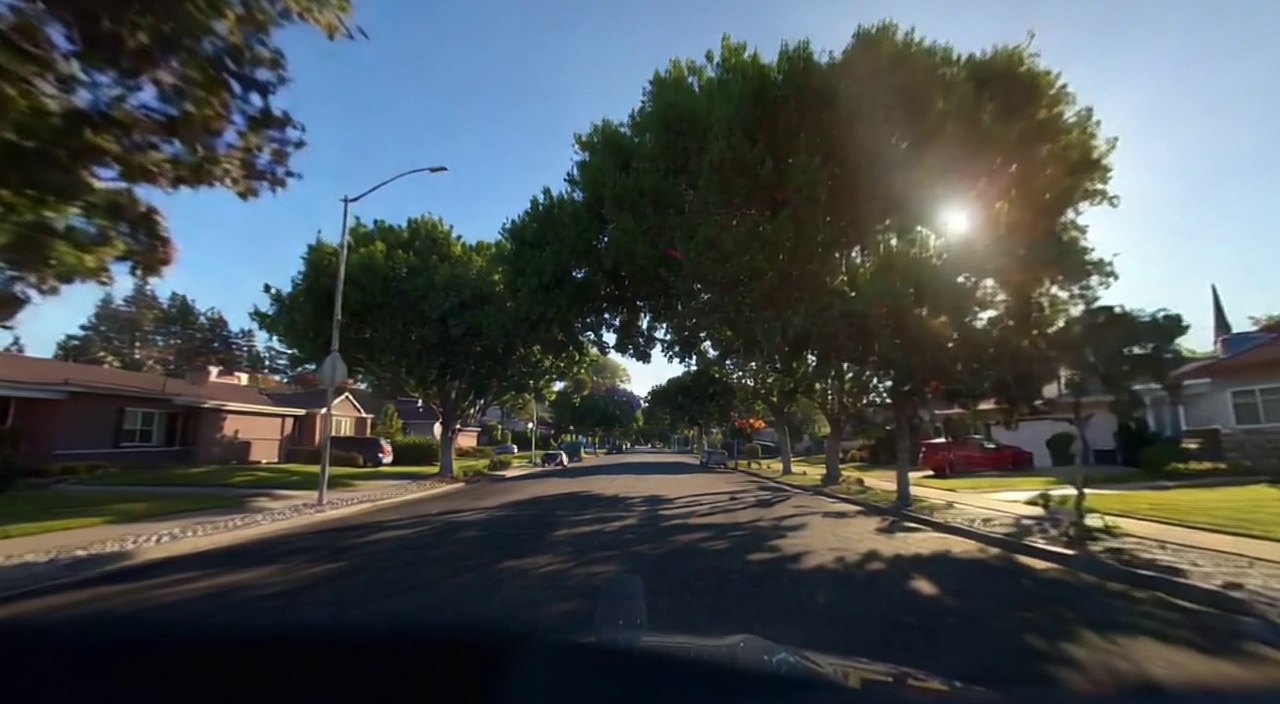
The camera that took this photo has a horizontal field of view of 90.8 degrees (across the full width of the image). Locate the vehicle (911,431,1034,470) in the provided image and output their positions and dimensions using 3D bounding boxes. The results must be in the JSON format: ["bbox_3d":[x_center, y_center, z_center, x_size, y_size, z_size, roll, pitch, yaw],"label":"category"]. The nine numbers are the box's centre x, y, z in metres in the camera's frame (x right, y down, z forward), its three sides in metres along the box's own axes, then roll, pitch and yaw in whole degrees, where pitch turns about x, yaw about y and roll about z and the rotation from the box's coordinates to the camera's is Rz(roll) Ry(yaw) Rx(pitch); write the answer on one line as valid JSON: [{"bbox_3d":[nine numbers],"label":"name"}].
[{"bbox_3d":[14.372,4.224,27.430,4.391,1.555,1.953,1,-7,-11],"label":"vehicle"}]

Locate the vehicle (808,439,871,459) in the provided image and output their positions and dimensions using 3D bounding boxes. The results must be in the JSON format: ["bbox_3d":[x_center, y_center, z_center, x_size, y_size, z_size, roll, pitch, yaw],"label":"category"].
[{"bbox_3d":[15.102,7.329,47.814,4.517,1.482,1.994,5,-10,-30],"label":"vehicle"}]

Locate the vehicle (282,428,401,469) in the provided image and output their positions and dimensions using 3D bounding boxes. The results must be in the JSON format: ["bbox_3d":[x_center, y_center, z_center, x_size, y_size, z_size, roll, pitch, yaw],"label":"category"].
[{"bbox_3d":[-15.231,4.979,32.380,5.003,1.805,2.041,10,-12,-37],"label":"vehicle"}]

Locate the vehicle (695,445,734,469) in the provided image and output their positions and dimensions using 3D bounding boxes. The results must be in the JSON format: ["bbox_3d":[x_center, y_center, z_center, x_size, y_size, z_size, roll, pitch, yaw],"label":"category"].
[{"bbox_3d":[4.723,6.695,40.562,1.893,1.454,4.219,0,-8,-1],"label":"vehicle"}]
